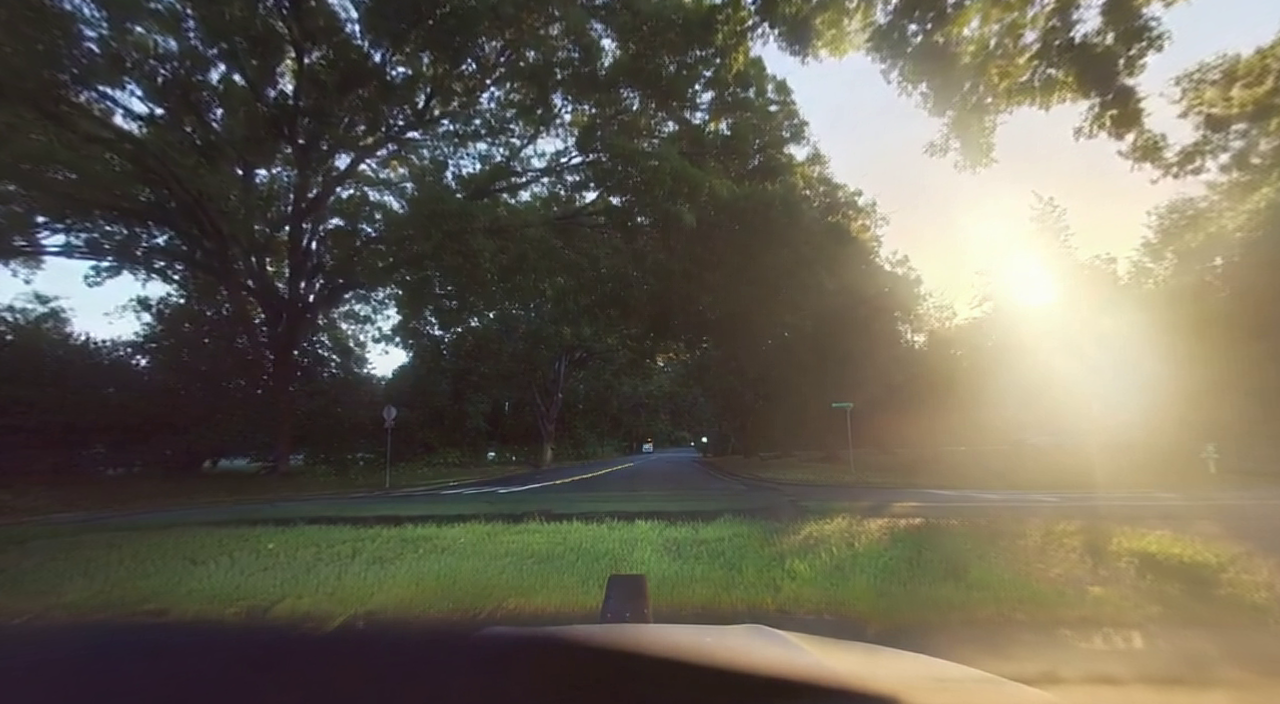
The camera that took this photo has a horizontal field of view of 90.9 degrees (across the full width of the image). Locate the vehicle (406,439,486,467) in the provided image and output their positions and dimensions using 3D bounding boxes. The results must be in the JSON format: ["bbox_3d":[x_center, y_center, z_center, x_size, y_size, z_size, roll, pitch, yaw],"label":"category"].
[{"bbox_3d":[-12.702,6.630,41.467,4.590,1.735,1.973,0,-9,3],"label":"vehicle"}]
